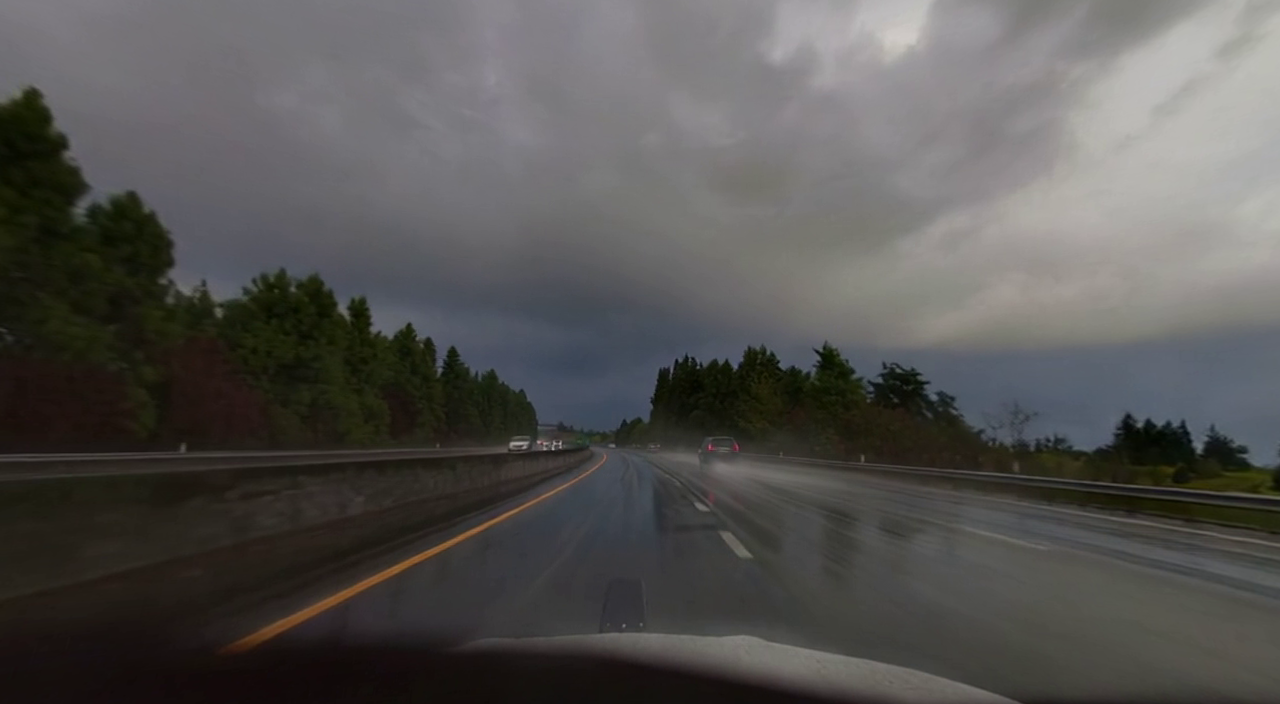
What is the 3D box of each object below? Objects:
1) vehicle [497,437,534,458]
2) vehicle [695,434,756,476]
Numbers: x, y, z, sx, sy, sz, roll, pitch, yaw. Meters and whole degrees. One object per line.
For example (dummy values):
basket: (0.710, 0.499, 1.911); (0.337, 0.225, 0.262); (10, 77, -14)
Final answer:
vehicle: (-9.148, 7.046, 46.614); (1.866, 1.493, 3.855); (0, -8, 1)
vehicle: (3.771, 4.646, 28.540); (2.079, 1.729, 4.380); (0, -8, -1)
